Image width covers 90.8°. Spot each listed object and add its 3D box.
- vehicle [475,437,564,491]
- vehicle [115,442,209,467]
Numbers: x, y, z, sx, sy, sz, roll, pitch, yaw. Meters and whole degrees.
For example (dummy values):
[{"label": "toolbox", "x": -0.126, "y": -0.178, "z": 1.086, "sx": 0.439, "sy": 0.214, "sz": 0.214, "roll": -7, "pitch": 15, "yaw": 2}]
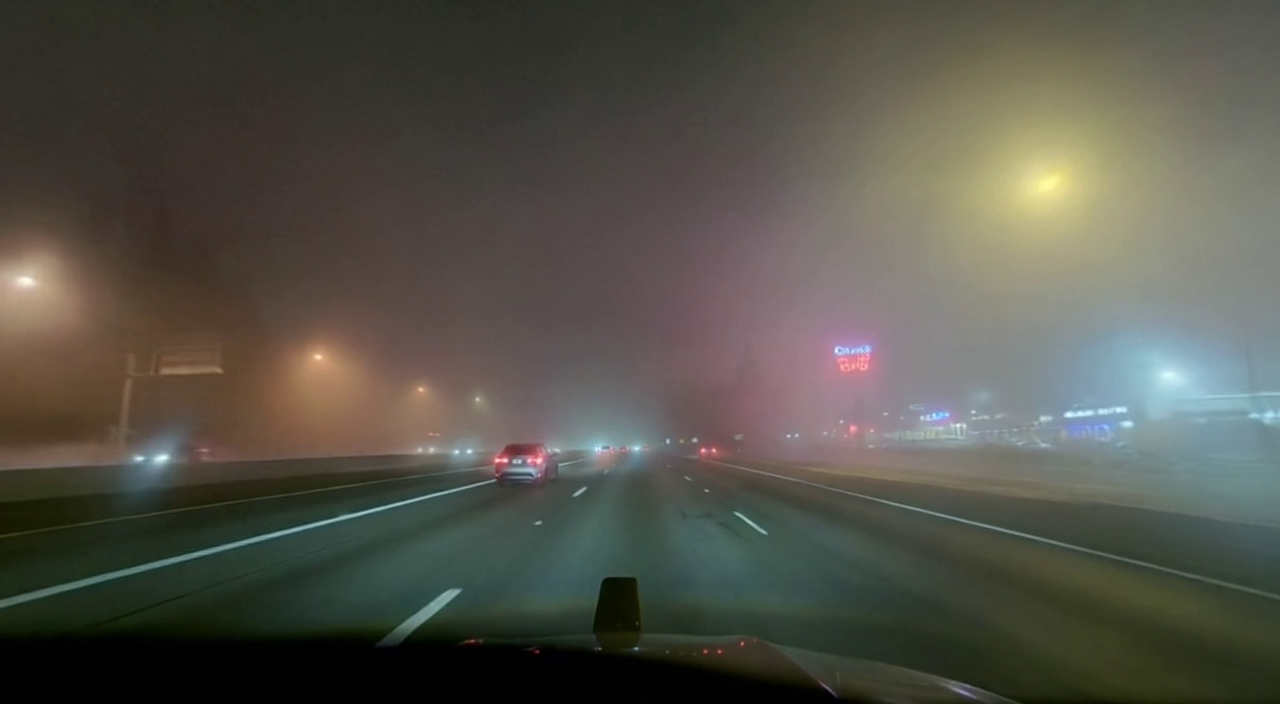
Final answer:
[{"label": "vehicle", "x": -3.683, "y": 3.481, "z": 20.067, "sx": 1.939, "sy": 1.508, "sz": 4.272, "roll": 0, "pitch": -8, "yaw": 1}, {"label": "vehicle", "x": -34.004, "y": 7.291, "z": 45.168, "sx": 2.160, "sy": 1.680, "sz": 5.783, "roll": 0, "pitch": -8, "yaw": 1}]
